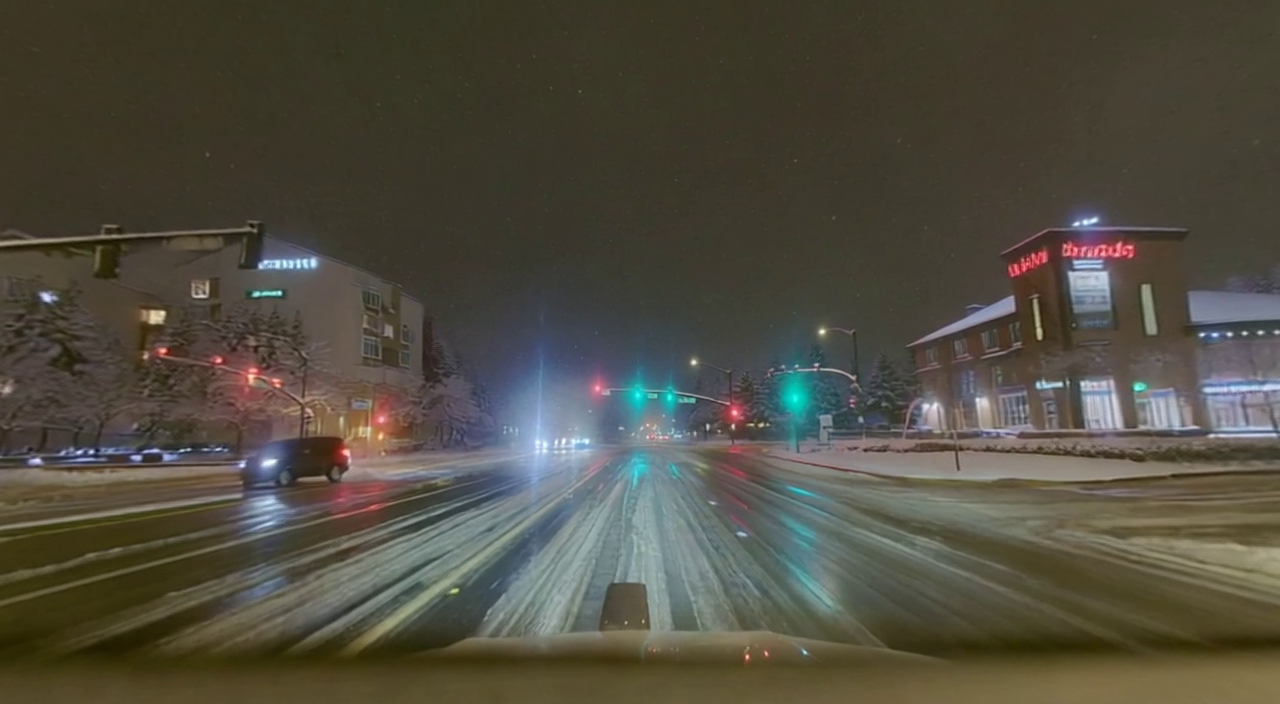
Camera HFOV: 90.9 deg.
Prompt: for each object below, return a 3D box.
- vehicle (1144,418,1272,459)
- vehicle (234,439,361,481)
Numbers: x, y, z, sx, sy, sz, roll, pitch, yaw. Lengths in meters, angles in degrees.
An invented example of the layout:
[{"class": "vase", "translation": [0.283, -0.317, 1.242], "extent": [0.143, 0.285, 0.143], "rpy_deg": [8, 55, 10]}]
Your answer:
[{"class": "vehicle", "translation": [22.305, 3.414, 24.736], "extent": [4.694, 1.481, 1.884], "rpy_deg": [4, -9, -25]}, {"class": "vehicle", "translation": [-16.657, 5.238, 30.885], "extent": [2.162, 1.863, 4.938], "rpy_deg": [-8, -12, 43]}]
